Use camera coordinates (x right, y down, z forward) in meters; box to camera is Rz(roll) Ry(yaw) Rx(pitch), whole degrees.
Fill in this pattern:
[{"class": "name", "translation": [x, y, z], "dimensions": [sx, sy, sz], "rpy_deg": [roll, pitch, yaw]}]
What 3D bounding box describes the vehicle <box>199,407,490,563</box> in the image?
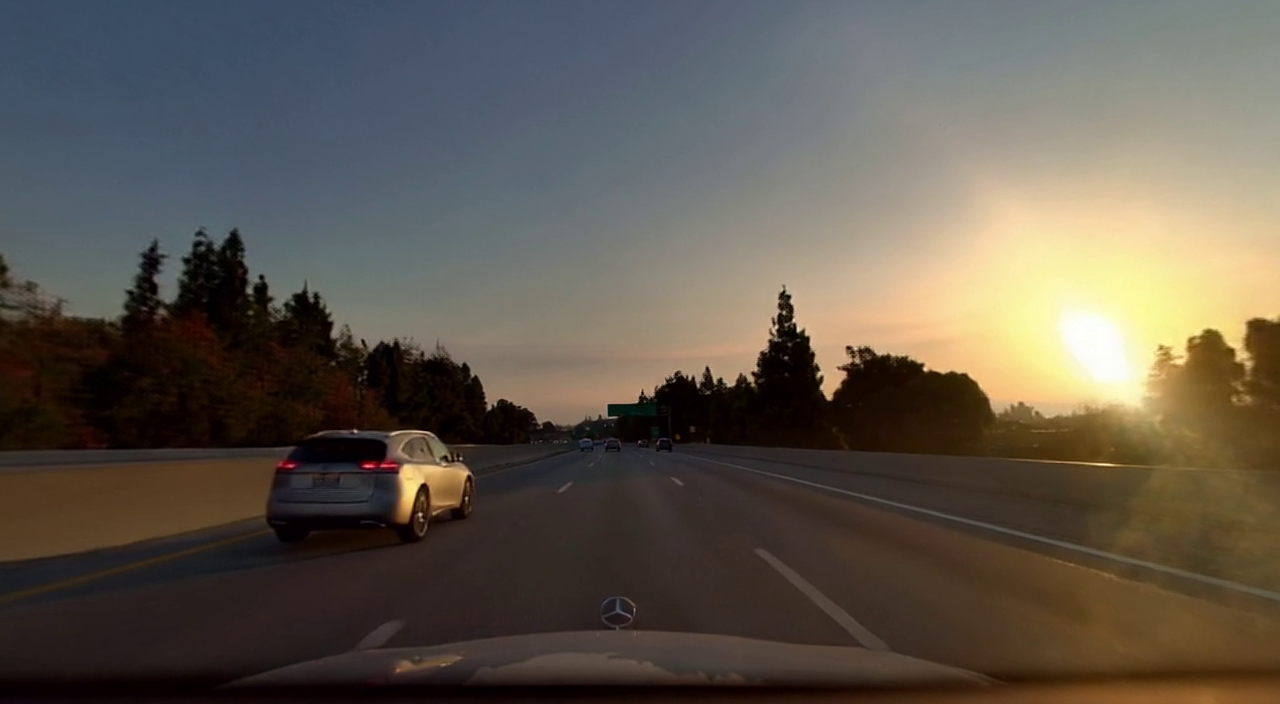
[{"class": "vehicle", "translation": [-3.686, 1.730, 8.946], "dimensions": [2.074, 1.652, 4.273], "rpy_deg": [0, -8, 0]}]
